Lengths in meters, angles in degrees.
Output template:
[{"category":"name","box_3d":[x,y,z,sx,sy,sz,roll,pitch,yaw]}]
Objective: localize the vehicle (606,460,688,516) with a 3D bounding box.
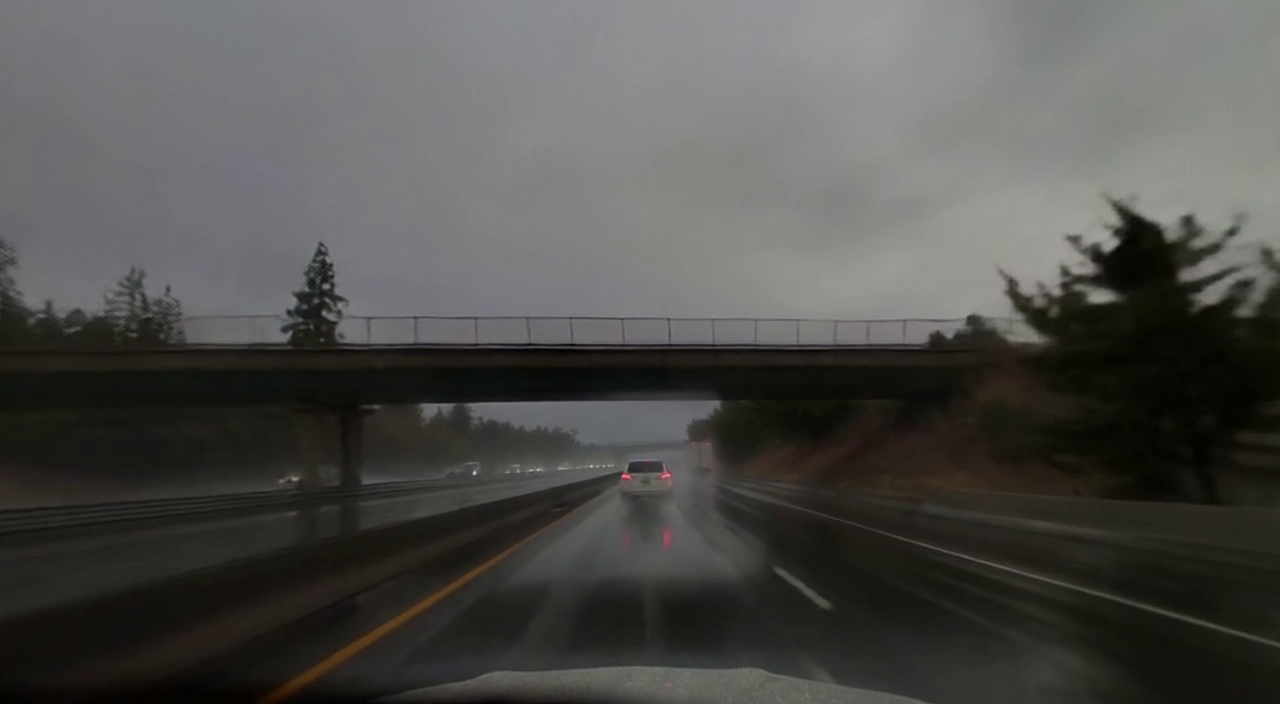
[{"category":"vehicle","box_3d":[0.187,3.958,18.551,2.156,1.444,3.762,1,-10,0]}]
